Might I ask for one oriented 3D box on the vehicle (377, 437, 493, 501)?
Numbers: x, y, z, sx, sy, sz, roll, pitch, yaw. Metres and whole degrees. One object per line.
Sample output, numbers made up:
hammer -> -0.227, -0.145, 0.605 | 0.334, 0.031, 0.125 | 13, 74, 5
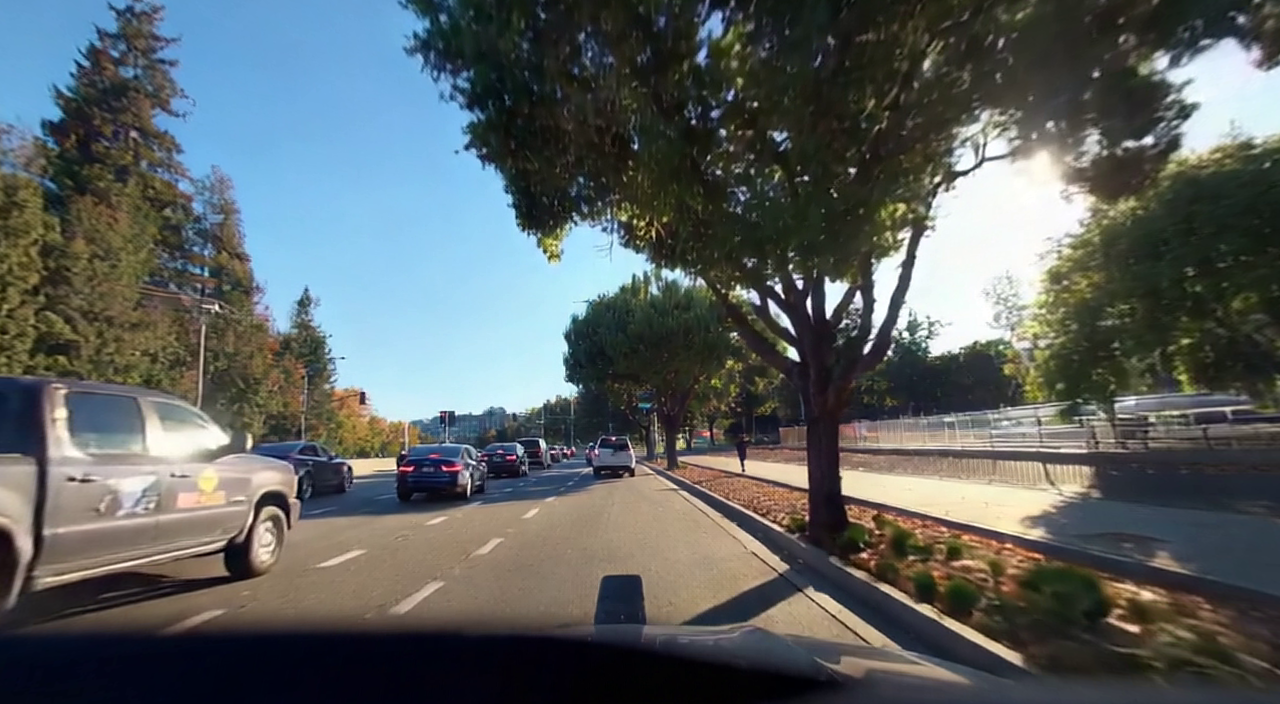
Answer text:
vehicle -> -5.758, 3.327, 18.353 | 2.069, 1.616, 4.108 | 0, -9, -2

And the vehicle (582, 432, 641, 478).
vehicle -> -1.265, 4.433, 27.429 | 2.368, 1.829, 4.293 | 0, -9, -3

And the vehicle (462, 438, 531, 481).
vehicle -> -6.058, 4.592, 27.217 | 2.010, 1.674, 4.484 | 0, -9, -1

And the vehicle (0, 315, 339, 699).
vehicle -> -4.972, 0.960, 4.165 | 2.860, 2.090, 6.593 | 0, -9, -1
